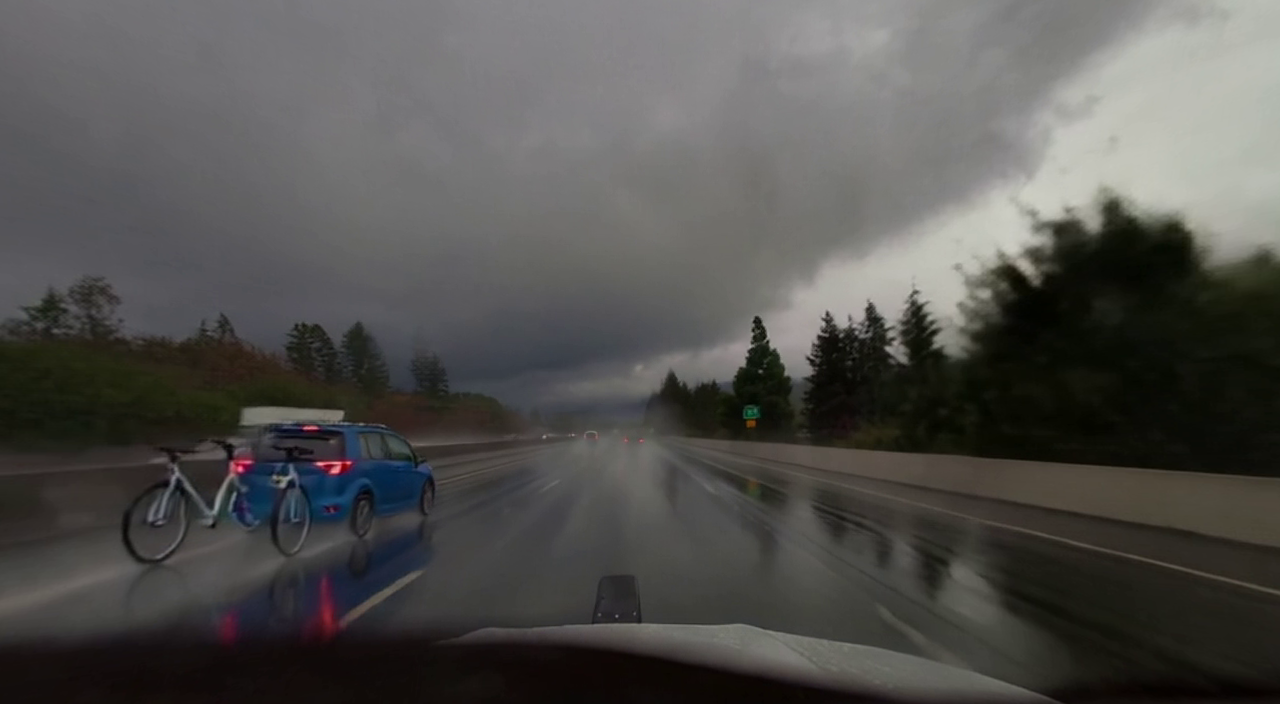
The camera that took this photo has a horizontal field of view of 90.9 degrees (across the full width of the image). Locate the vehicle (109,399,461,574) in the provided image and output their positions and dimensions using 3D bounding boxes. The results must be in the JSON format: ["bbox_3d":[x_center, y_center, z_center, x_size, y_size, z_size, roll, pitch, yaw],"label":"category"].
[{"bbox_3d":[-4.001,1.572,8.239,2.064,1.647,4.381,0,-8,0],"label":"vehicle"}]
